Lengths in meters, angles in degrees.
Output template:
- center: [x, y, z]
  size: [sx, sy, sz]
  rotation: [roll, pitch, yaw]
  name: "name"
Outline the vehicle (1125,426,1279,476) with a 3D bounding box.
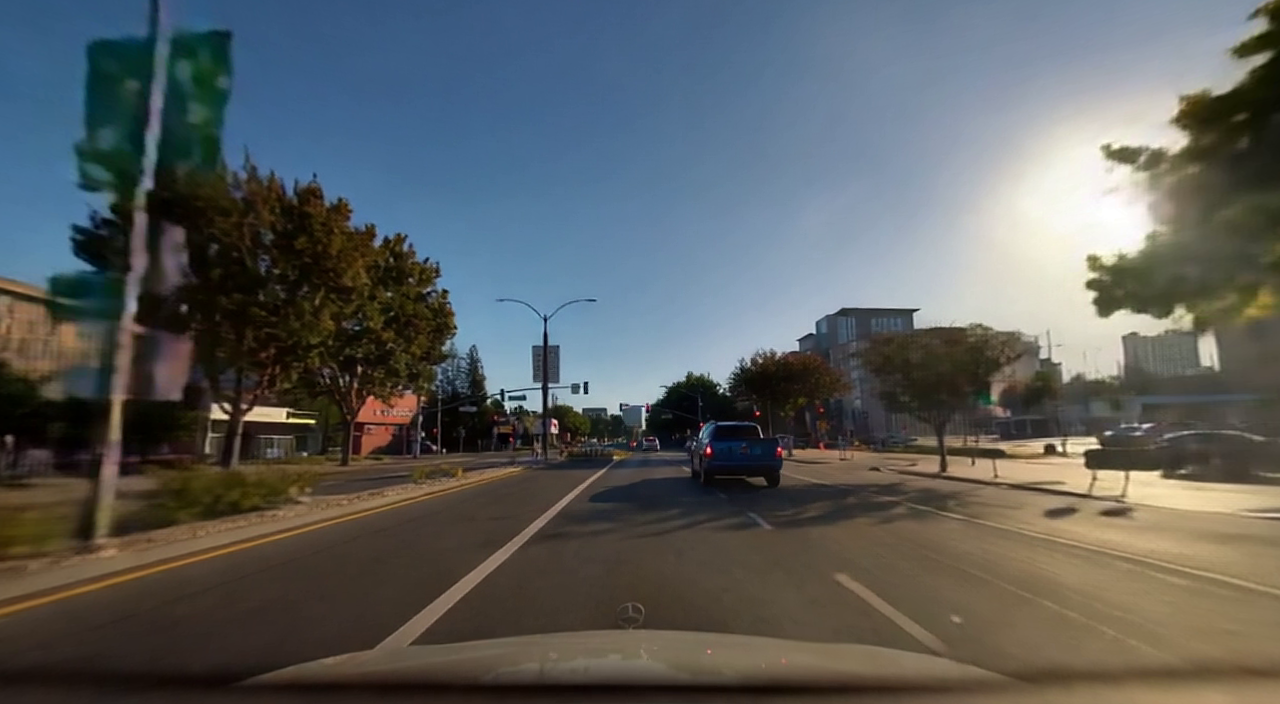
- center: [19.158, 3.318, 21.402]
  size: [1.842, 1.495, 4.474]
  rotation: [-1, -8, 2]
  name: "vehicle"
